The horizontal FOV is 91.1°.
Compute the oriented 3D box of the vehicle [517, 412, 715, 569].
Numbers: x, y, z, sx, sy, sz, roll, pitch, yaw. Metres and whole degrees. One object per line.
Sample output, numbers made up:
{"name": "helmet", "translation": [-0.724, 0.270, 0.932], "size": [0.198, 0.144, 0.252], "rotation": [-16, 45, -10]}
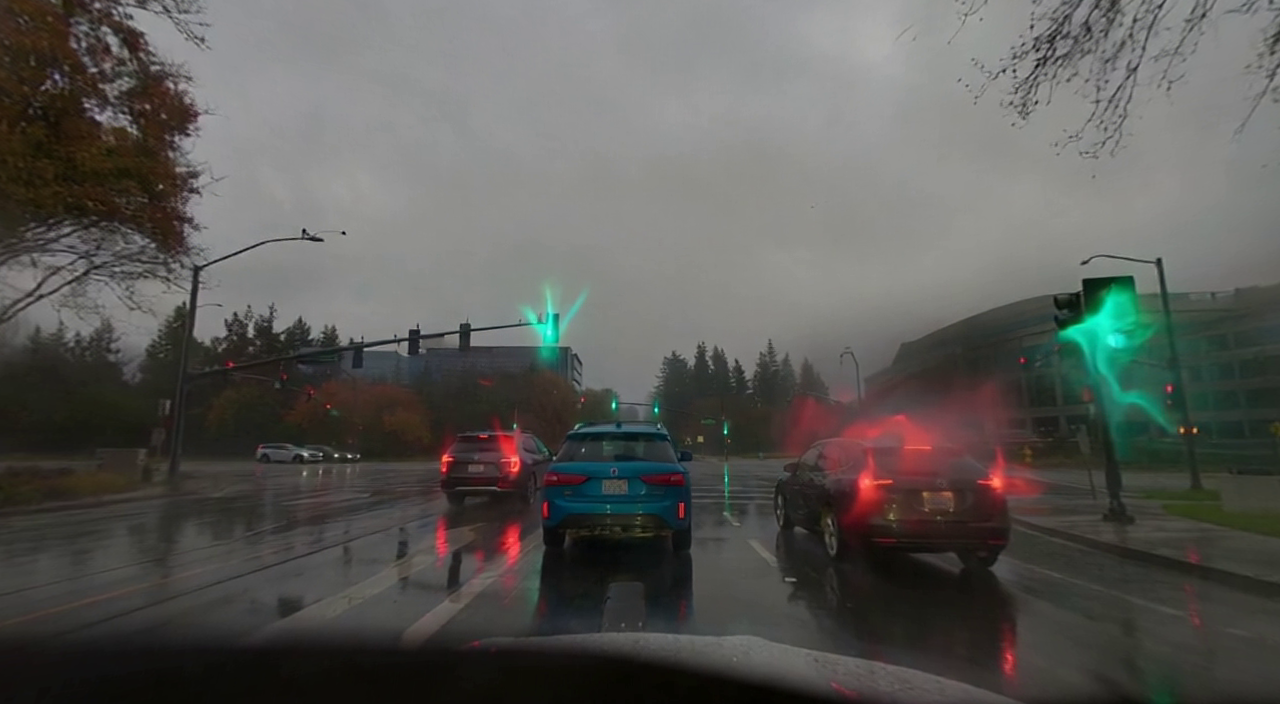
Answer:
{"name": "vehicle", "translation": [-0.239, 1.792, 8.883], "size": [2.108, 1.654, 4.235], "rotation": [0, -8, 0]}

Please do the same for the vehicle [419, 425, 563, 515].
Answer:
{"name": "vehicle", "translation": [-3.013, 2.486, 13.699], "size": [1.987, 1.633, 4.005], "rotation": [0, -8, 3]}

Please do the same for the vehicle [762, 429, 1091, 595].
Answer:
{"name": "vehicle", "translation": [3.020, 1.777, 7.957], "size": [2.056, 1.468, 4.520], "rotation": [0, -8, 0]}
